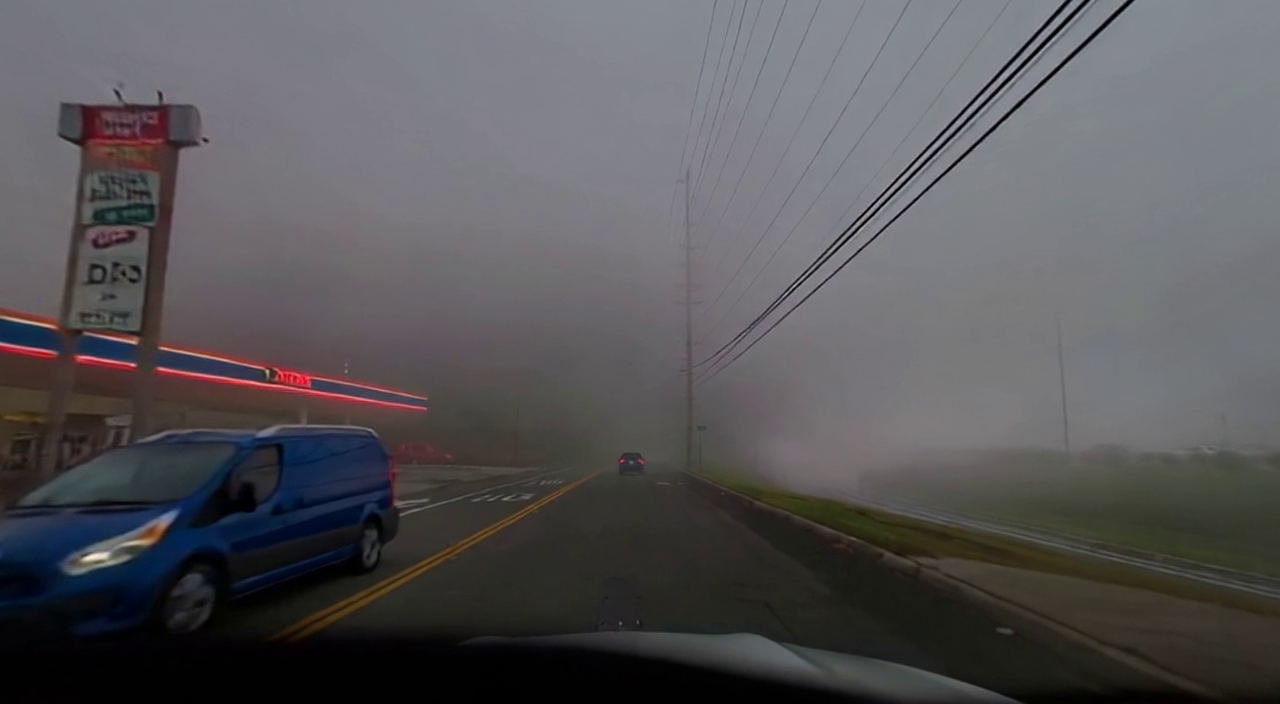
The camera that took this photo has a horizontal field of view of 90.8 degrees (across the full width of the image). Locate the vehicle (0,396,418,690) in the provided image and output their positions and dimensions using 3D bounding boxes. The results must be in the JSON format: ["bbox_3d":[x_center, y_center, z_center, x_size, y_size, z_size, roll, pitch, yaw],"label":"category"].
[{"bbox_3d":[-4.313,1.566,6.492,2.274,1.844,4.843,0,-8,0],"label":"vehicle"}]
